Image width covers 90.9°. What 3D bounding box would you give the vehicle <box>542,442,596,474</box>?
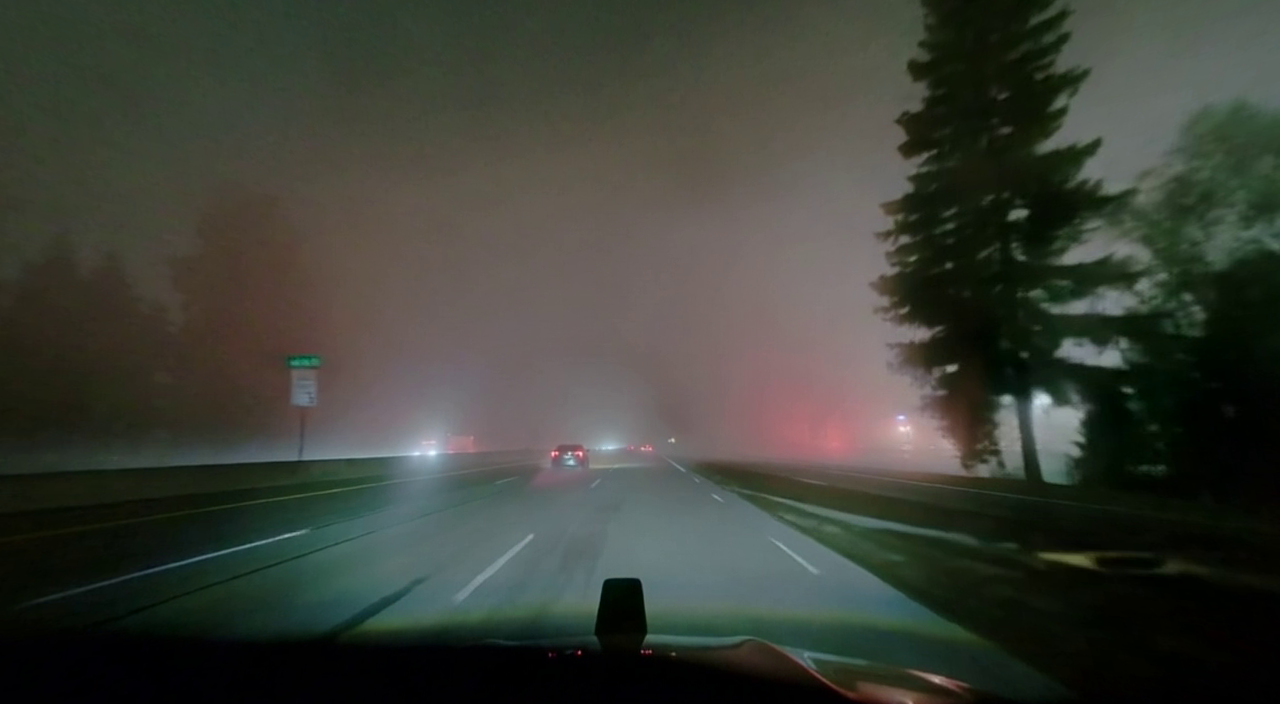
[{"bbox_3d":[-3.445,5.224,31.353,2.128,1.450,4.078,-1,-9,1],"label":"vehicle"}]
